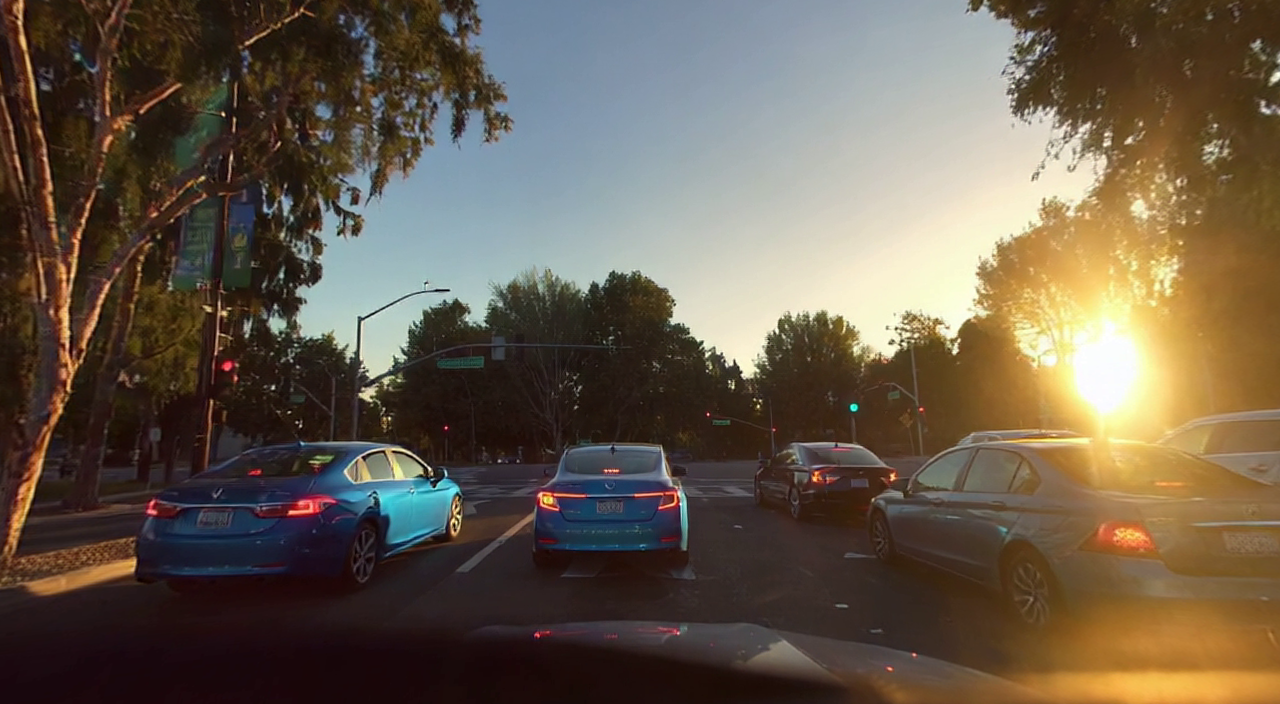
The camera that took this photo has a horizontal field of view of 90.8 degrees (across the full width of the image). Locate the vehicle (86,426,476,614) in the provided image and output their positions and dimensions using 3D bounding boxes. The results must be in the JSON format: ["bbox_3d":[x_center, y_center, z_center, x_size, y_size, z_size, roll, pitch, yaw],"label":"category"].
[{"bbox_3d":[-3.371,1.635,7.098,1.929,1.457,4.136,0,-9,0],"label":"vehicle"}]

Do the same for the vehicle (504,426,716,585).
[{"bbox_3d":[-0.306,1.725,7.842,1.994,1.479,3.647,0,-9,-1],"label":"vehicle"}]

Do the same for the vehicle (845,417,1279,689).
[{"bbox_3d":[3.600,1.440,5.764,1.953,1.471,4.470,0,-9,0],"label":"vehicle"}]

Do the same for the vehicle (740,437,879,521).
[{"bbox_3d":[3.397,2.611,13.488,1.852,1.498,3.825,0,-9,-1],"label":"vehicle"}]
